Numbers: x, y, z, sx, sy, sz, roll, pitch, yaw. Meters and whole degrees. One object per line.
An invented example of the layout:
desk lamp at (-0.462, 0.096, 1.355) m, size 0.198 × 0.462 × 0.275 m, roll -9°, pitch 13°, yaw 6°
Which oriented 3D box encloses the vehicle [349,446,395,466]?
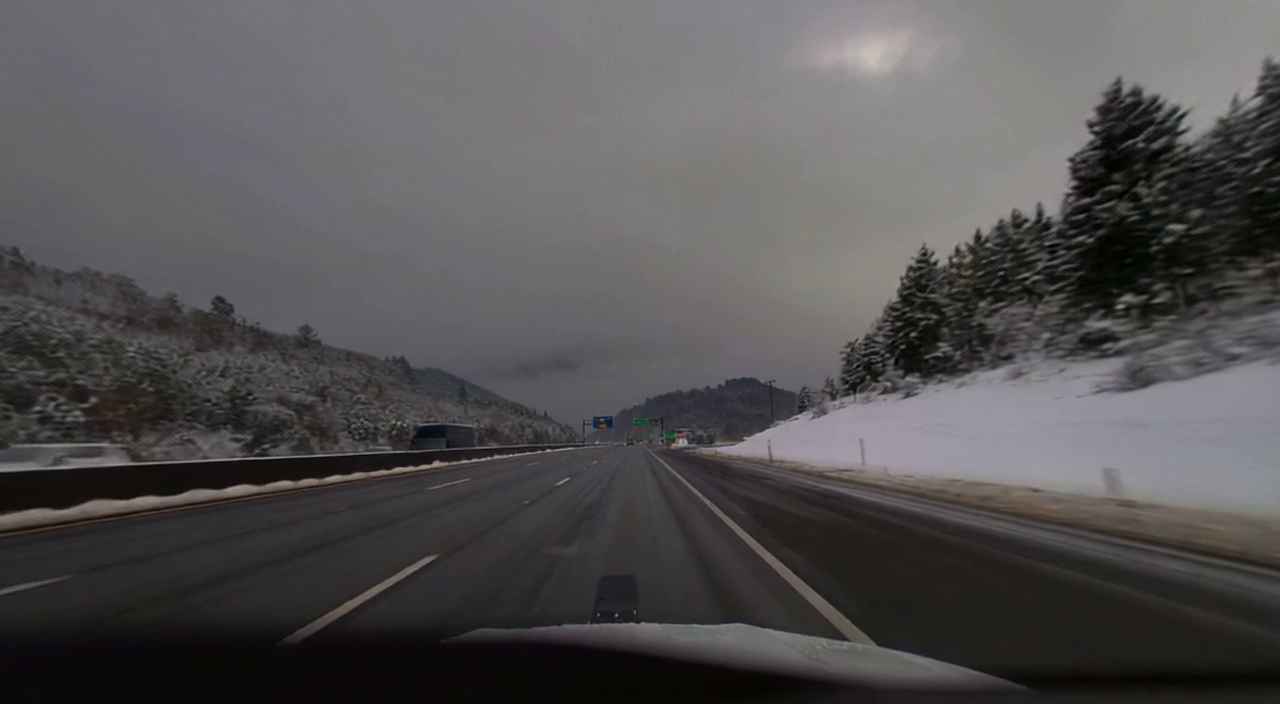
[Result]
vehicle at (-20.890, 8.085, 49.225) m, size 1.704 × 1.419 × 4.326 m, roll 0°, pitch -8°, yaw -1°
